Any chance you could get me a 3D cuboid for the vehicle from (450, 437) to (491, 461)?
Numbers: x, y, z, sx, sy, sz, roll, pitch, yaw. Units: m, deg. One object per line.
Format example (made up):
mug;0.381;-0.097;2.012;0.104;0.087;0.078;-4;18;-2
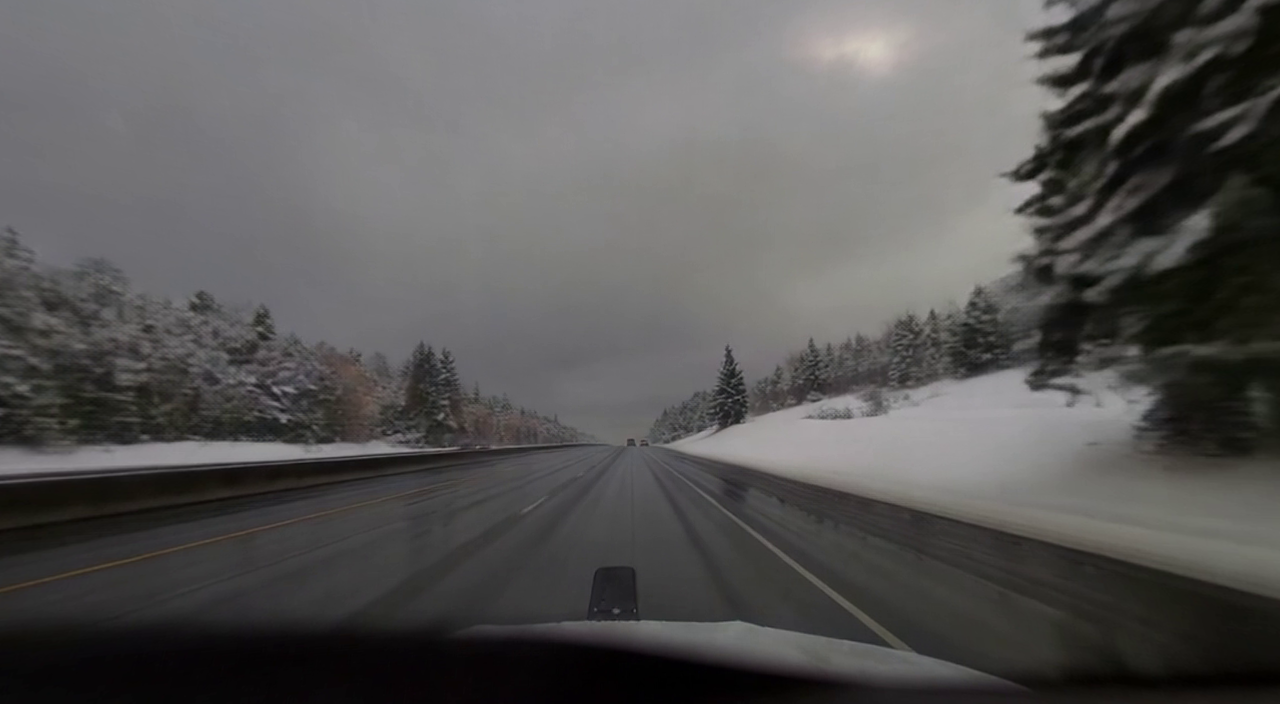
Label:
vehicle;-11.434;6.561;42.678;1.811;1.475;3.704;-1;-8;0
